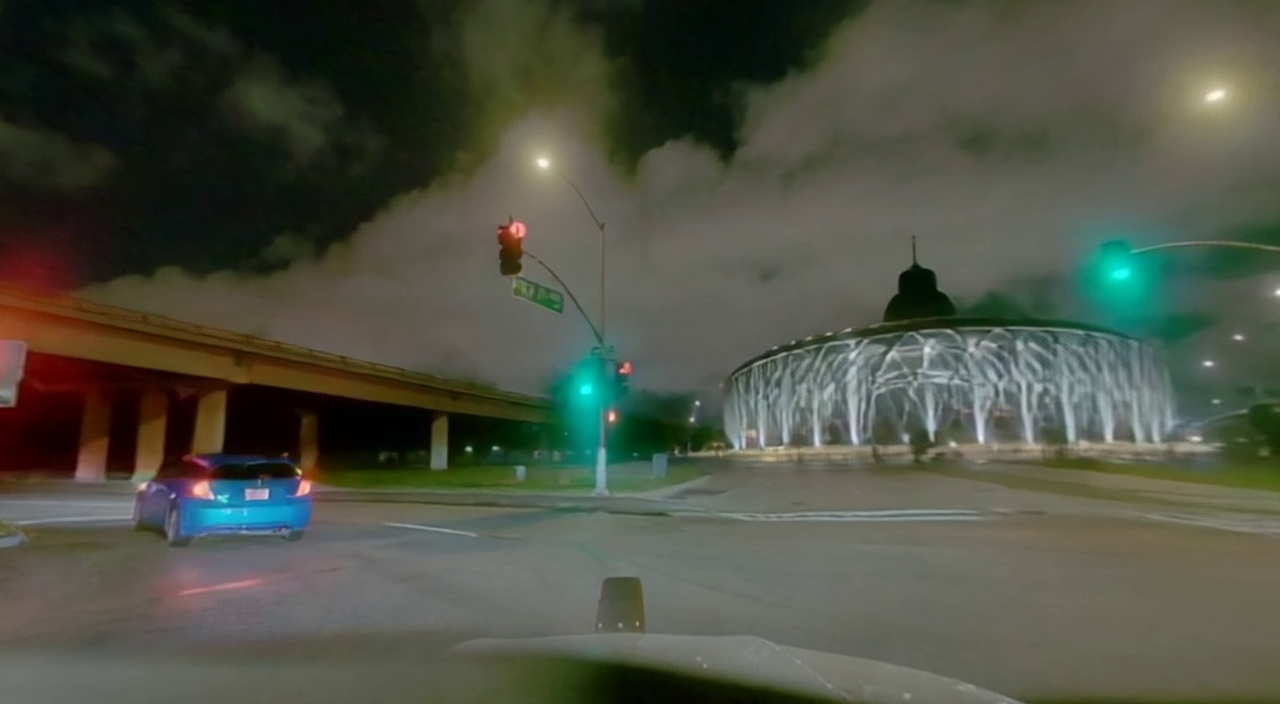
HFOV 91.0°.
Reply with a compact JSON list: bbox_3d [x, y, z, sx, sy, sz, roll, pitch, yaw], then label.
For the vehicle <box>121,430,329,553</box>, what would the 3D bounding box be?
[{"bbox_3d":[-6.876,2.132,10.306,1.976,1.584,3.772,9,-12,-44],"label":"vehicle"}]
